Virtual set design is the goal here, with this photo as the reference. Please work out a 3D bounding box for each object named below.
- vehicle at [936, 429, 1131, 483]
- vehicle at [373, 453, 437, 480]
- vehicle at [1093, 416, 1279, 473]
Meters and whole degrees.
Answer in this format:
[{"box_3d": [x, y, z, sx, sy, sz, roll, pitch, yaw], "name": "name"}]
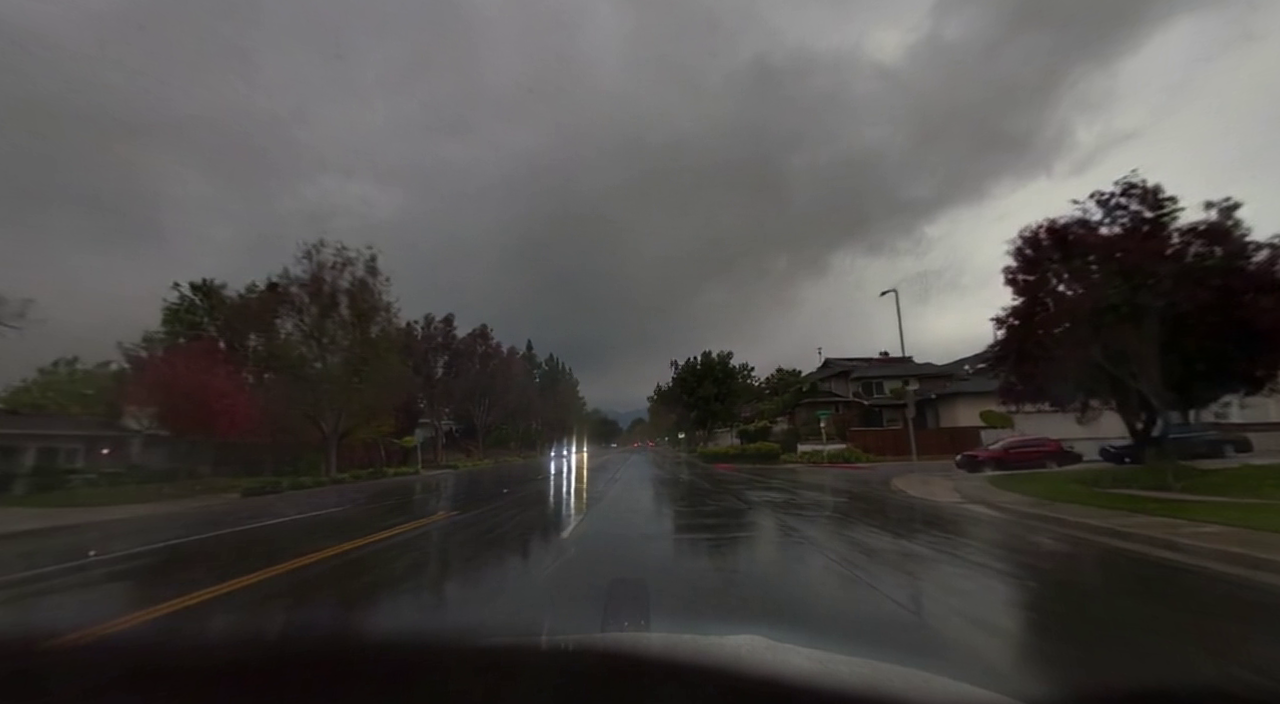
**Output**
[{"box_3d": [13.313, 3.526, 21.619, 5.177, 1.468, 2.090, -3, -6, 3], "name": "vehicle"}, {"box_3d": [-14.190, 6.913, 38.202, 2.557, 1.485, 2.907, -3, -8, 5], "name": "vehicle"}, {"box_3d": [18.843, 3.175, 21.641, 4.821, 1.832, 2.196, 0, -9, -1], "name": "vehicle"}]
